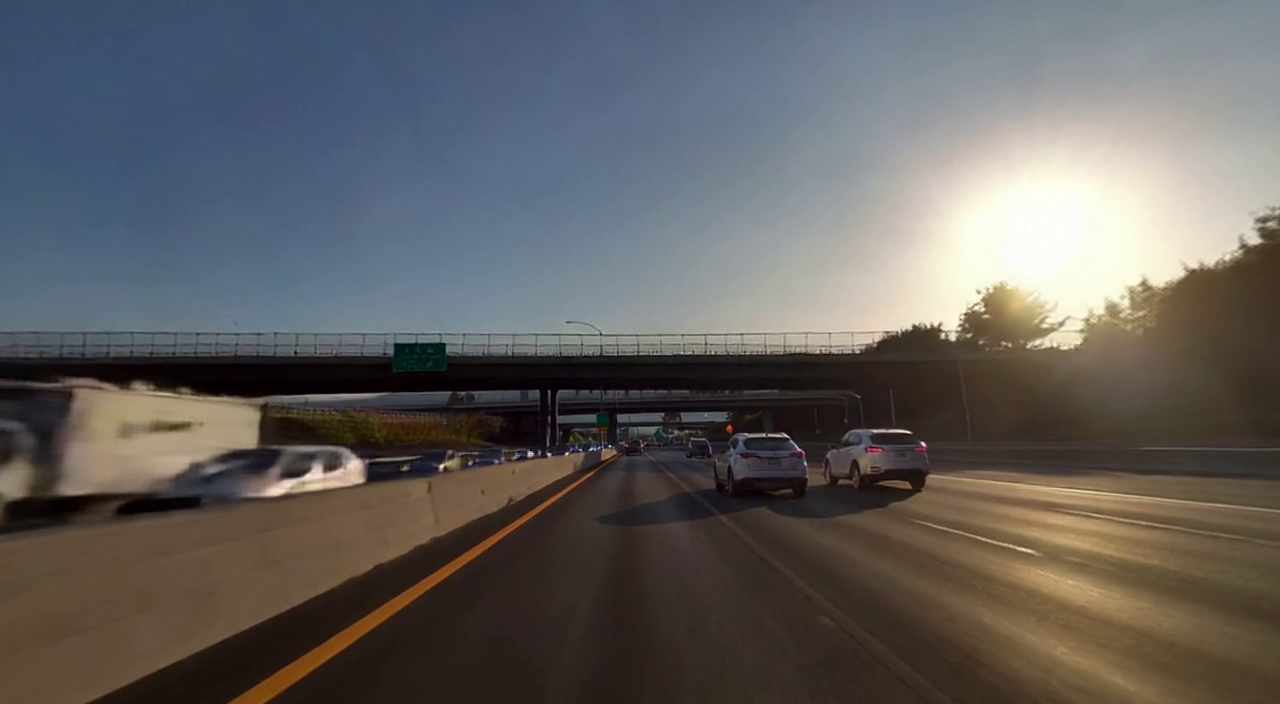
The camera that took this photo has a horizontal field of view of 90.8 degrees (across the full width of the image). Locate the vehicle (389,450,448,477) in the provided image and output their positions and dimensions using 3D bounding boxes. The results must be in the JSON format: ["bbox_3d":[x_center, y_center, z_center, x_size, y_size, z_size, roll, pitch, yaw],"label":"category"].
[{"bbox_3d":[-13.466,6.748,38.592,2.186,1.521,3.866,0,-9,0],"label":"vehicle"}]

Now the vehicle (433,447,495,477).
[{"bbox_3d":[-9.529,5.988,34.628,2.076,1.492,4.669,0,-9,0],"label":"vehicle"}]

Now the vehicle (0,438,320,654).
[{"bbox_3d":[-5.415,1.630,6.287,2.026,1.474,4.578,0,-9,0],"label":"vehicle"}]

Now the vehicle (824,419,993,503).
[{"bbox_3d":[6.546,2.727,16.192,2.040,1.801,4.959,0,-9,-1],"label":"vehicle"}]

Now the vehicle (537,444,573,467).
[{"bbox_3d":[-5.974,7.303,44.827,1.948,1.554,4.122,0,-9,0],"label":"vehicle"}]

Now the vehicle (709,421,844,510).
[{"bbox_3d":[2.883,2.526,14.457,2.059,1.711,4.302,0,-9,-1],"label":"vehicle"}]
